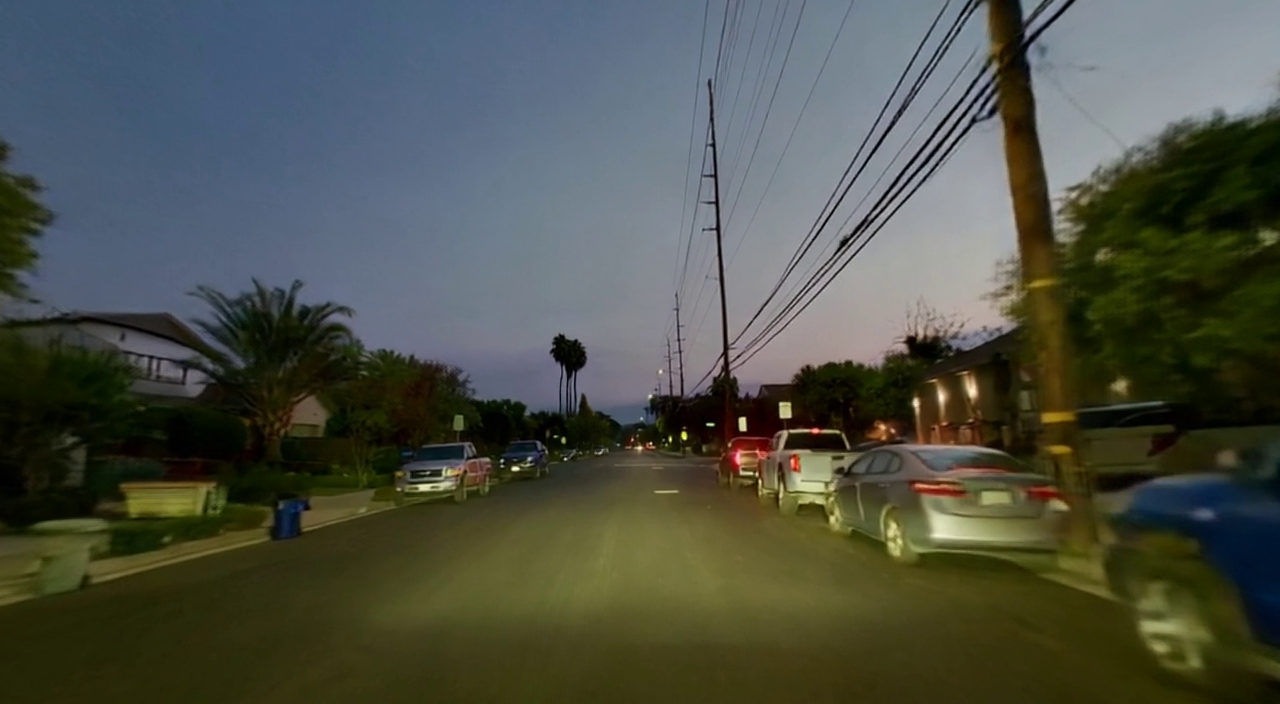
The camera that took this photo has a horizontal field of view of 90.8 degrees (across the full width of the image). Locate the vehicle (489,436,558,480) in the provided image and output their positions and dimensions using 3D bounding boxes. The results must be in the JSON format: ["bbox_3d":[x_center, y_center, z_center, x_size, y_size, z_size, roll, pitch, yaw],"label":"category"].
[{"bbox_3d":[-5.818,5.392,32.499,2.455,2.045,6.171,0,-8,-1],"label":"vehicle"}]

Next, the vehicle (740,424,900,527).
[{"bbox_3d":[3.473,2.471,13.244,1.979,1.762,4.621,0,-9,0],"label":"vehicle"}]

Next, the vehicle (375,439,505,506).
[{"bbox_3d":[-5.831,3.557,19.220,2.226,1.768,4.780,0,-8,2],"label":"vehicle"}]

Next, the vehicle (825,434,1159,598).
[{"bbox_3d":[3.839,1.814,7.842,1.854,1.493,3.880,0,-9,-1],"label":"vehicle"}]

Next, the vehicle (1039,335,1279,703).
[{"bbox_3d":[3.554,0.711,1.738,2.012,1.777,4.505,0,-9,1],"label":"vehicle"}]
